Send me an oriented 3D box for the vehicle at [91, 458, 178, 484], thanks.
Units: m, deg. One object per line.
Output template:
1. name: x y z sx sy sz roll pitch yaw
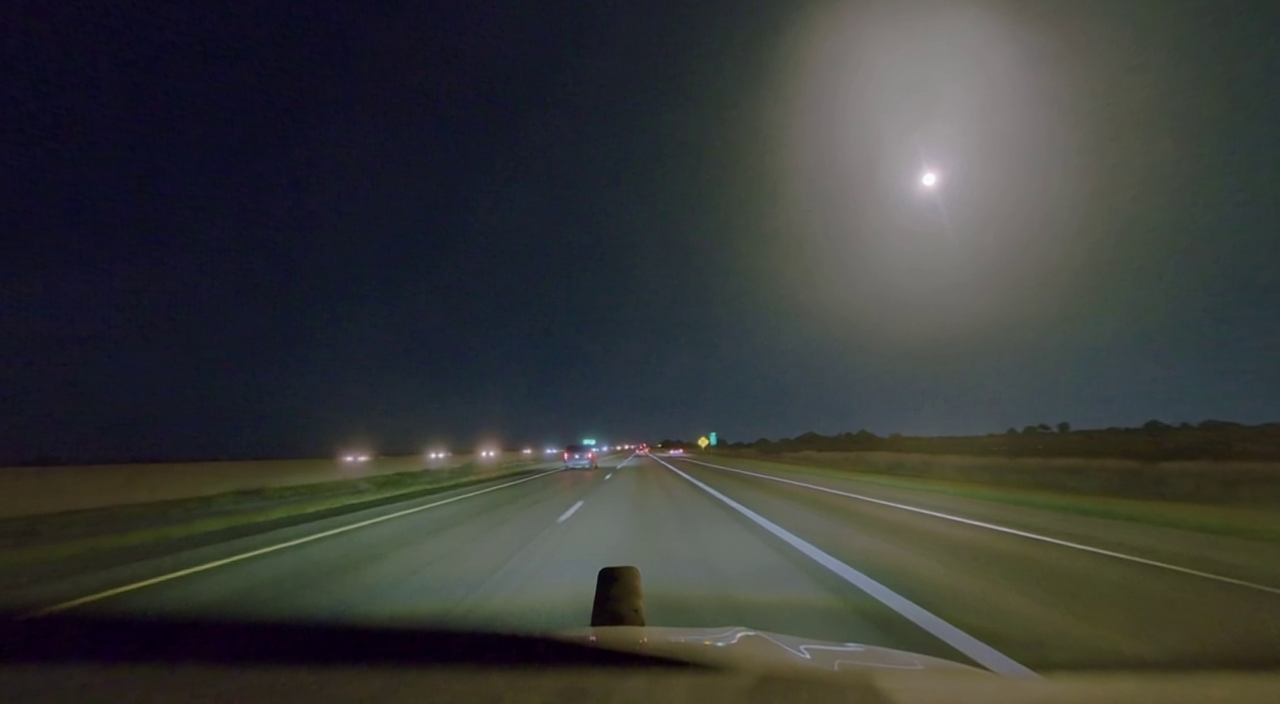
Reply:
1. vehicle: -32.688 7.678 40.875 1.849 1.530 4.531 0 -9 0

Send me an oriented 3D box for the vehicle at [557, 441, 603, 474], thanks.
1. vehicle: -3.225 5.767 34.641 2.070 1.707 4.309 0 -9 1
